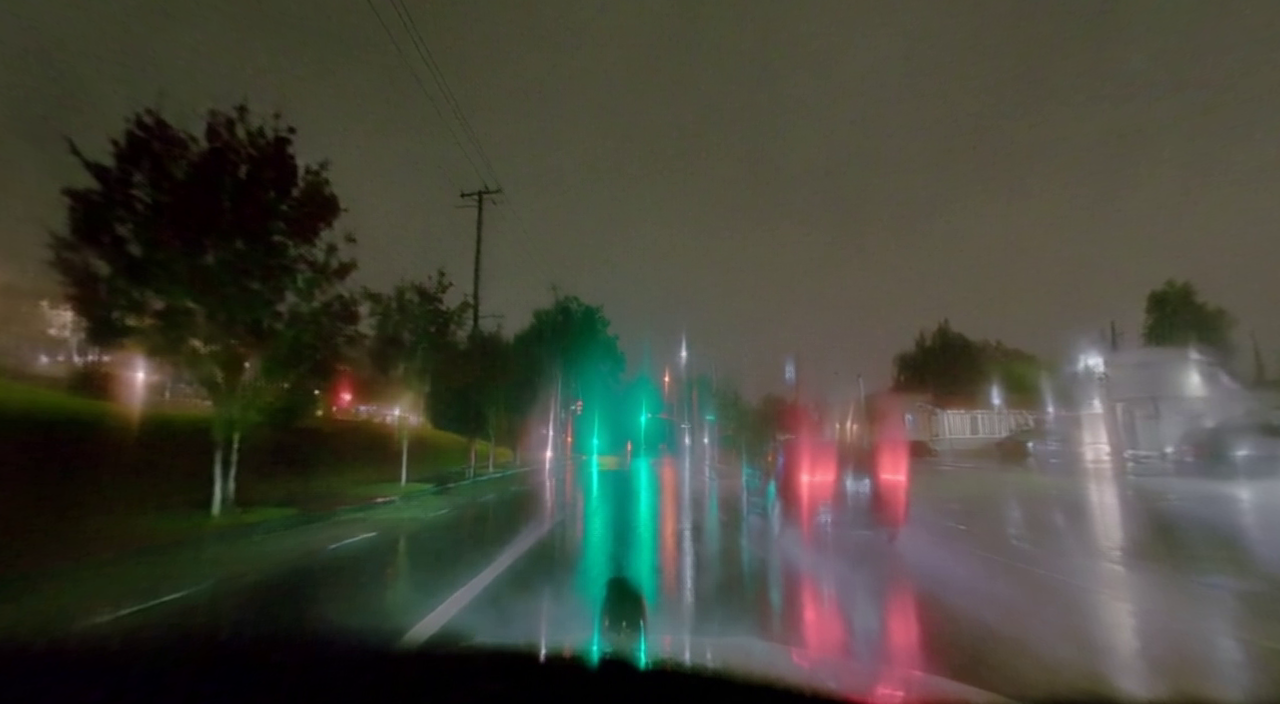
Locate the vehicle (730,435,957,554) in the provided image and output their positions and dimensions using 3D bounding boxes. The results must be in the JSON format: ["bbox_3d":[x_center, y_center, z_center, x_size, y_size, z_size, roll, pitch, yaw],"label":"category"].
[{"bbox_3d":[2.904,2.130,10.258,2.158,1.483,4.415,0,-8,-1],"label":"vehicle"}]

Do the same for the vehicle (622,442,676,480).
[{"bbox_3d":[0.334,4.574,26.794,2.101,1.467,4.210,0,-8,0],"label":"vehicle"}]

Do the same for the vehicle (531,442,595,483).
[{"bbox_3d":[-3.030,4.467,25.778,2.012,1.505,4.205,0,-8,1],"label":"vehicle"}]

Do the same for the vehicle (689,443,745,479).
[{"bbox_3d":[3.398,4.851,28.447,1.943,1.484,4.030,0,-8,-1],"label":"vehicle"}]

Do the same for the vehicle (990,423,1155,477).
[{"bbox_3d":[16.607,3.870,24.722,2.478,1.836,5.409,0,-9,-2],"label":"vehicle"}]
